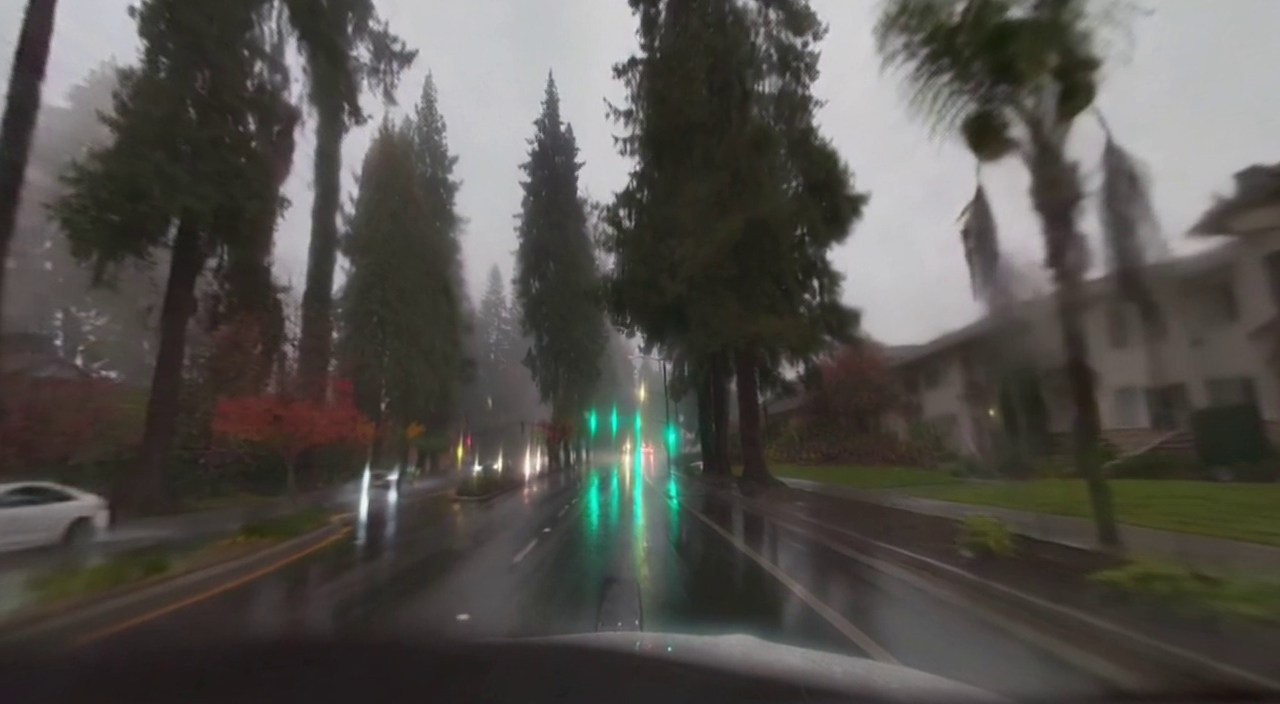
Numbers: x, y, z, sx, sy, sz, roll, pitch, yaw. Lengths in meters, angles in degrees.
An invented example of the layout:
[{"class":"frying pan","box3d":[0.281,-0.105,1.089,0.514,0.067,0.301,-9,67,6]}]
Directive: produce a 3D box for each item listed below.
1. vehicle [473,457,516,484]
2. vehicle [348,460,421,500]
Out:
[{"class":"vehicle","box3d":[-10.033,8.152,43.658,1.984,1.646,4.529,0,-8,-1]},{"class":"vehicle","box3d":[-13.105,6.562,32.570,1.979,1.757,4.514,0,-8,-2]}]
